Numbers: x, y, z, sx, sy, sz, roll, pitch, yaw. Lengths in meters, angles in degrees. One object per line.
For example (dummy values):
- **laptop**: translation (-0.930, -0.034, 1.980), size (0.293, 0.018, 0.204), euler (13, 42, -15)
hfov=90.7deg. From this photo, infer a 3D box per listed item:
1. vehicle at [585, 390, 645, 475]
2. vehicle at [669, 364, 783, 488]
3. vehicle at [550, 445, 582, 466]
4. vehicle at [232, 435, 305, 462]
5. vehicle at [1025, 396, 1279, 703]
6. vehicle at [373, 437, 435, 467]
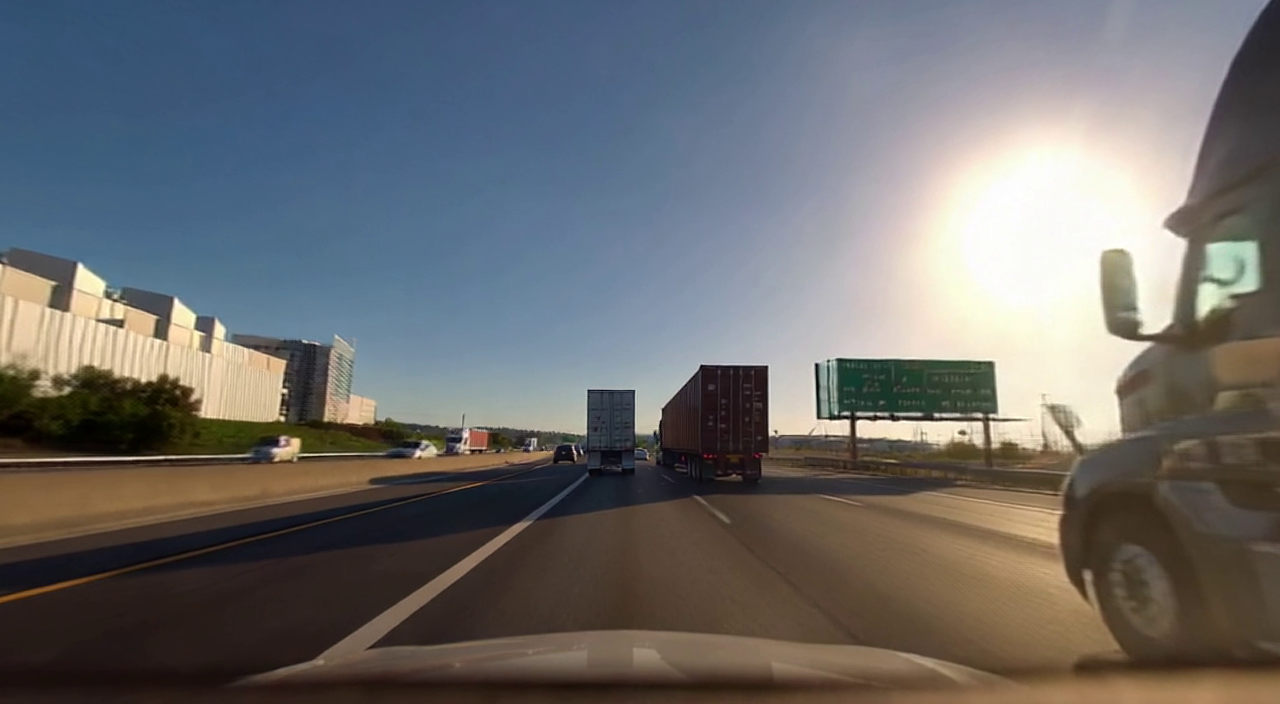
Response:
- **vehicle**: translation (-1.339, 4.727, 36.399), size (2.841, 4.071, 12.046), euler (0, -8, -1)
- **vehicle**: translation (3.122, 3.348, 27.216), size (2.803, 4.072, 12.744), euler (0, -8, -1)
- **vehicle**: translation (-5.662, 7.962, 48.880), size (2.138, 1.478, 4.641), euler (0, -8, -3)
- **vehicle**: translation (-28.684, 7.491, 49.125), size (2.267, 1.933, 5.893), euler (0, -8, -3)
- **vehicle**: translation (3.296, 0.778, 1.455), size (2.073, 1.474, 4.320), euler (0, -8, 0)
- **vehicle**: translation (-13.483, 5.723, 36.447), size (1.968, 1.601, 4.575), euler (0, -8, -2)
